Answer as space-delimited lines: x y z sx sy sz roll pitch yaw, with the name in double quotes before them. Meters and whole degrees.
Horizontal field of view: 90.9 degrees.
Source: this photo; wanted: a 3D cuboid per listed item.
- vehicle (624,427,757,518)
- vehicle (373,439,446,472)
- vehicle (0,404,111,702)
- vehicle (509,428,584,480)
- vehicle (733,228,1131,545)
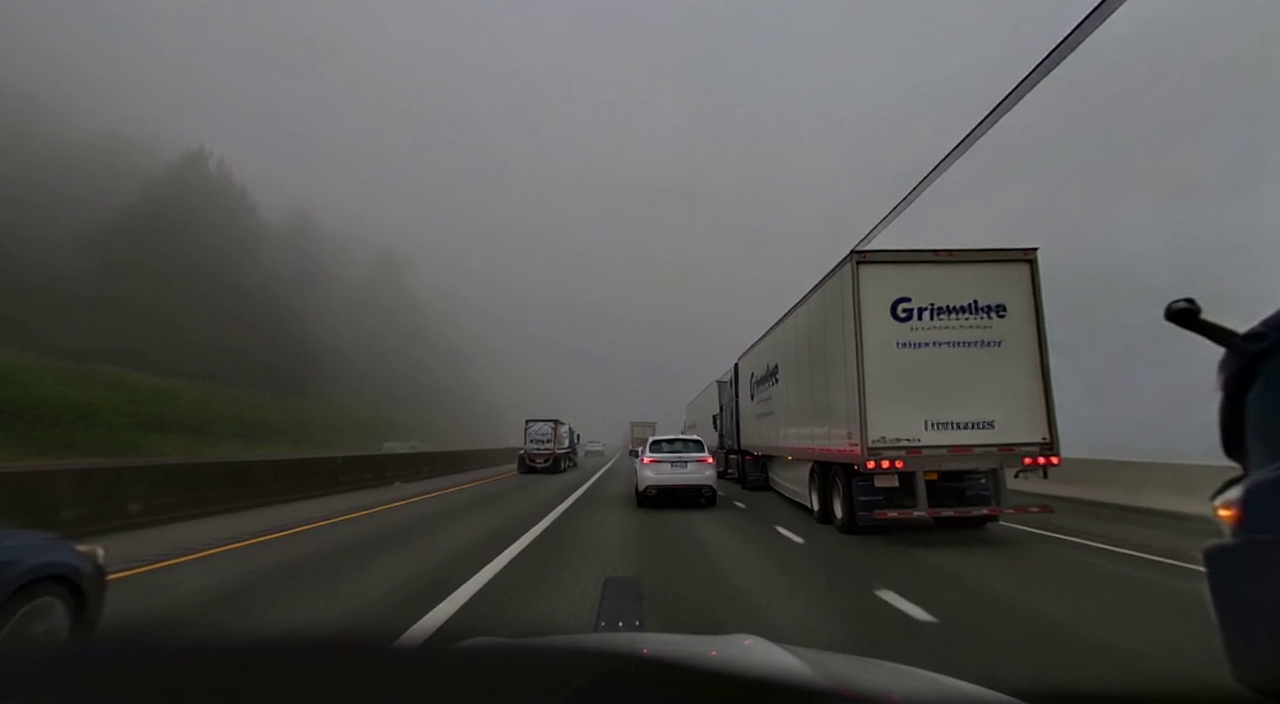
"vehicle" 0.826 2.299 12.656 2.200 1.495 4.282 0 -8 0
"vehicle" -10.950 4.933 30.241 2.028 1.444 3.571 0 -8 2
"vehicle" -4.284 0.775 1.428 2.100 1.491 4.676 0 -8 0
"vehicle" -3.317 3.700 23.286 2.006 1.729 4.447 0 -8 1
"vehicle" 4.707 1.338 15.233 2.883 4.070 14.423 0 -8 0
